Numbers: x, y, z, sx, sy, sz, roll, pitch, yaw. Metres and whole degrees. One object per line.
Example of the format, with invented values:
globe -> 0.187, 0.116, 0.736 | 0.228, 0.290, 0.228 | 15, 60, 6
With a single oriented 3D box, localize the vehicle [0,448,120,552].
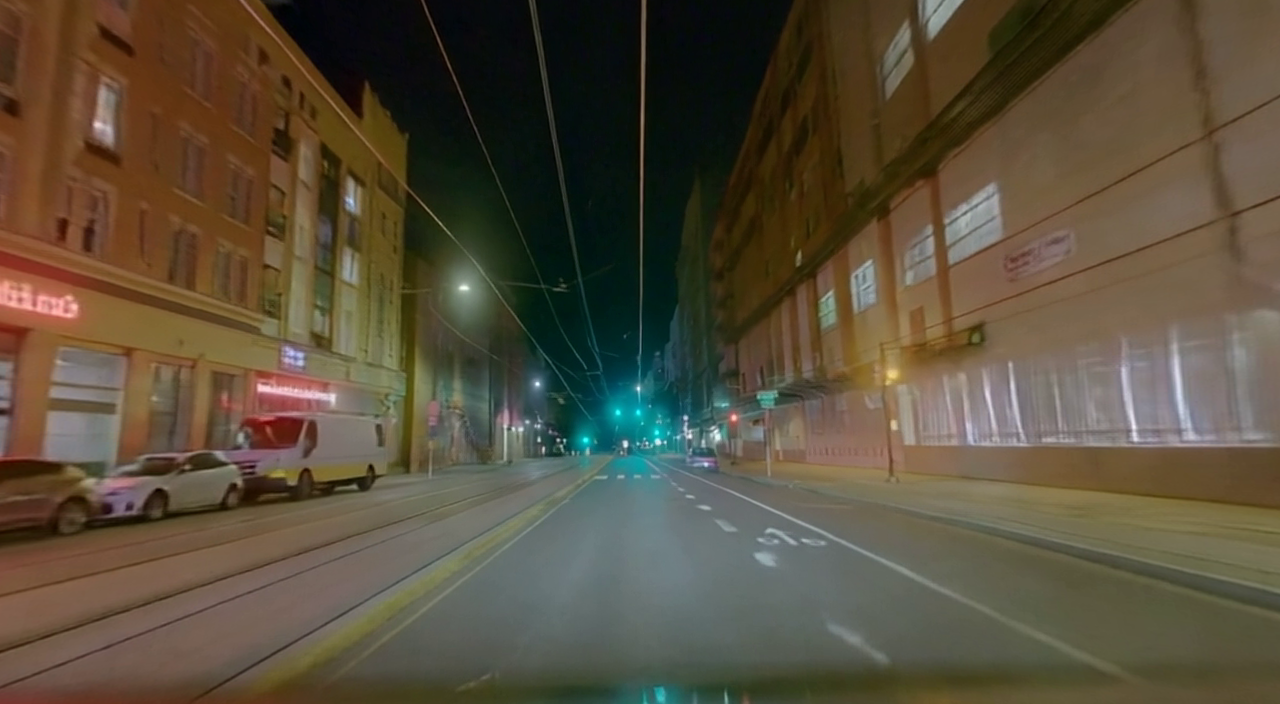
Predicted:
vehicle -> -10.098, 2.132, 8.983 | 1.897, 1.464, 4.209 | 0, -8, -3

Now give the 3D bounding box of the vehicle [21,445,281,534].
vehicle -> -10.219, 2.840, 13.821 | 1.789, 1.484, 4.916 | -2, -8, 0

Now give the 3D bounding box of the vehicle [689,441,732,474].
vehicle -> 3.529, 5.312, 32.034 | 1.819, 1.546, 3.681 | -1, -8, 1

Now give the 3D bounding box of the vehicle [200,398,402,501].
vehicle -> -10.677, 3.186, 21.038 | 2.378, 2.765, 7.920 | 0, -8, -1
